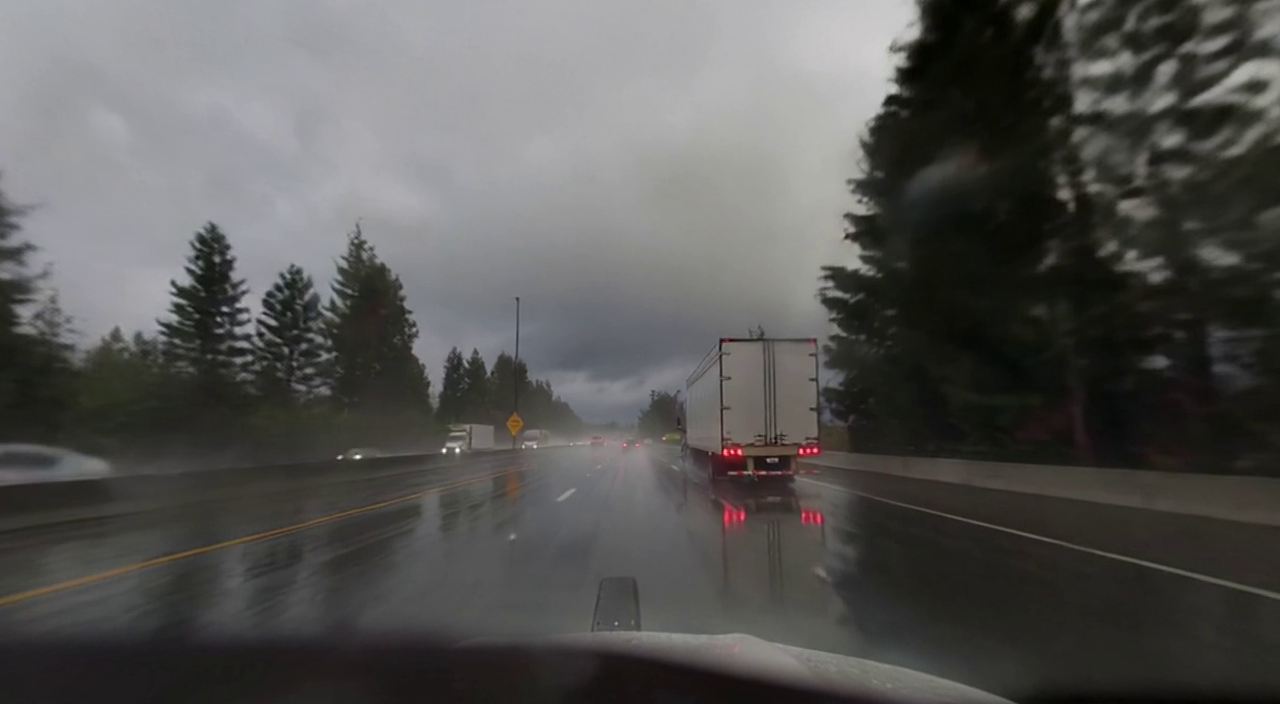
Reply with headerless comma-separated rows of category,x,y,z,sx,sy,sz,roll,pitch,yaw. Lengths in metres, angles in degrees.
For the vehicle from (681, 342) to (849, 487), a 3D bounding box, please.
vehicle,4.091,2.790,25.486,3.489,4.211,14.193,0,-8,-2
